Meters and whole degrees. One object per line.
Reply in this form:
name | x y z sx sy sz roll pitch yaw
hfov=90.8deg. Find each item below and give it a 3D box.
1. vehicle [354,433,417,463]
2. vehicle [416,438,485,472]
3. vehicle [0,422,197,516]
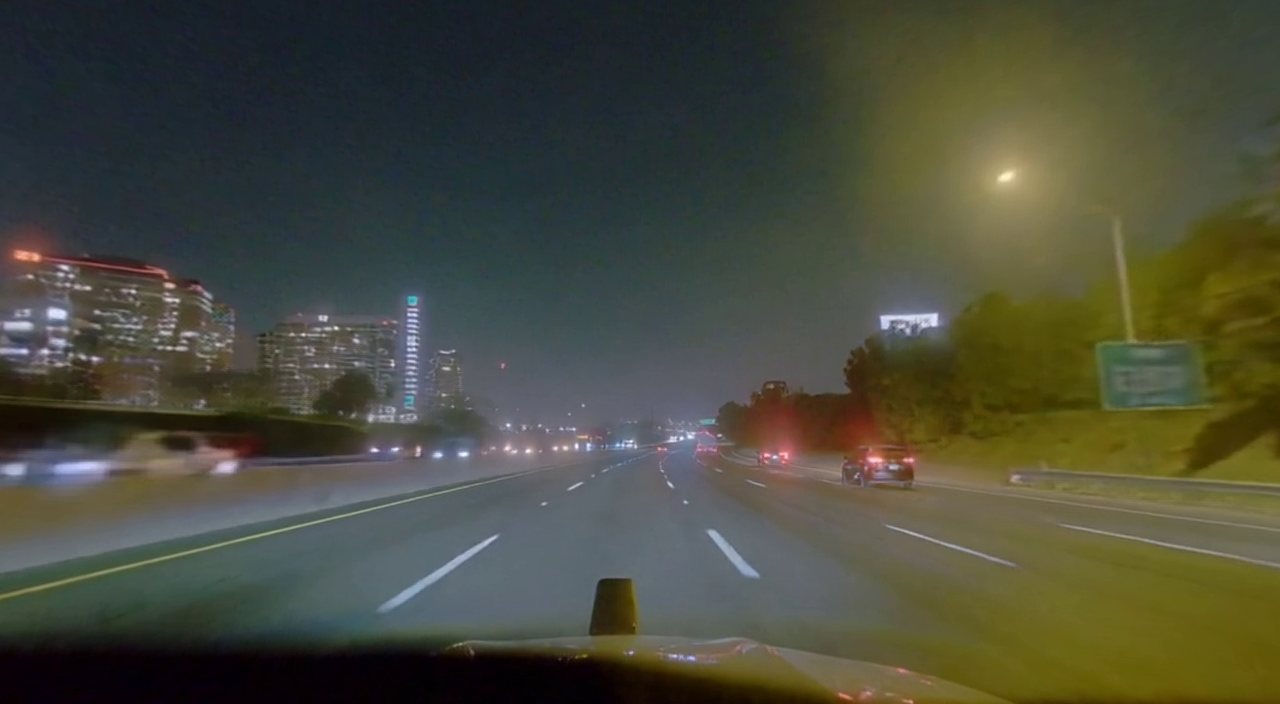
vehicle | -18.846 7.130 47.076 2.235 2.061 5.495 0 -9 2
vehicle | -9.447 5.167 31.928 2.063 1.553 4.370 0 -9 1
vehicle | -12.094 2.439 13.582 1.908 1.673 4.368 0 -9 0
